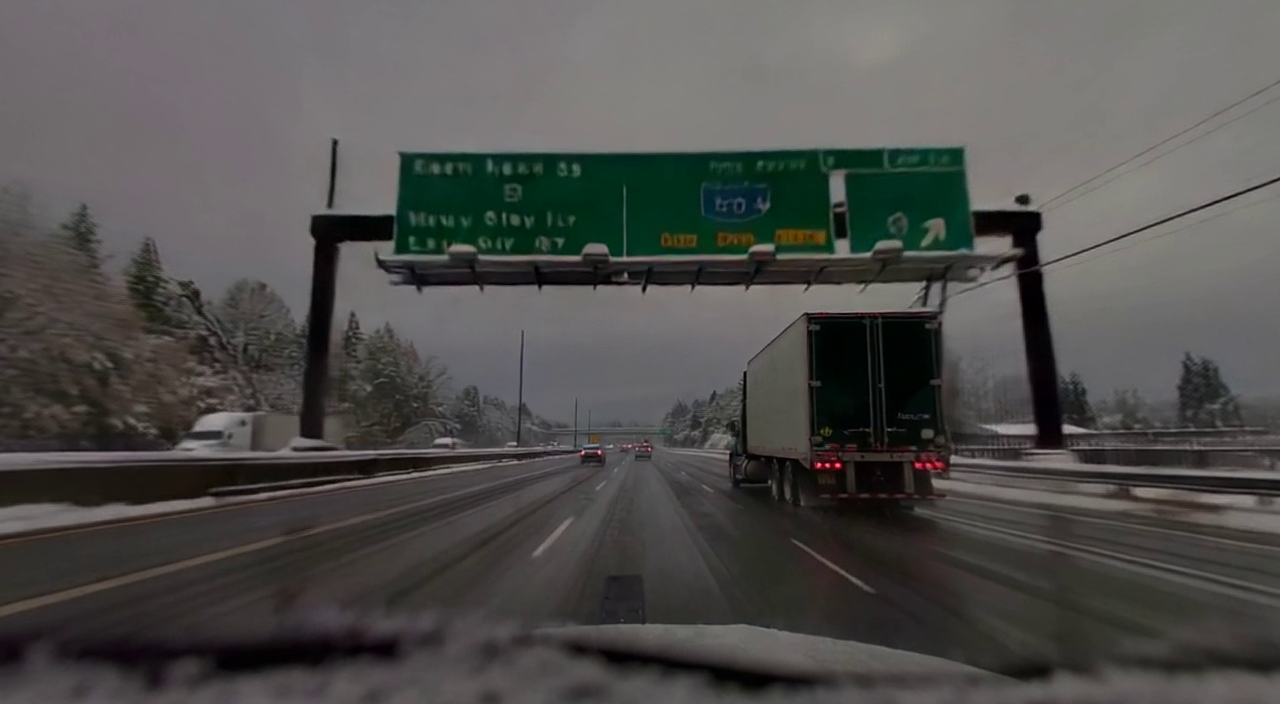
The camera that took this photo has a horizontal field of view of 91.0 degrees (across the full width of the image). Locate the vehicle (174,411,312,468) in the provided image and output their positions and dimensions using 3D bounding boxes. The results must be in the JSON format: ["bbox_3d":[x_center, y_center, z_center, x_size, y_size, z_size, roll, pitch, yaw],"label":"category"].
[{"bbox_3d":[-28.739,6.497,46.531,3.010,3.665,10.888,0,-9,0],"label":"vehicle"}]

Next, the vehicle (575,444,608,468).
[{"bbox_3d":[-3.480,7.552,45.985,2.000,1.658,4.155,0,-9,1],"label":"vehicle"}]

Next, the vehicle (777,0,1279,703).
[{"bbox_3d":[3.863,-0.180,3.162,2.899,4.078,16.430,0,-8,1],"label":"vehicle"}]
